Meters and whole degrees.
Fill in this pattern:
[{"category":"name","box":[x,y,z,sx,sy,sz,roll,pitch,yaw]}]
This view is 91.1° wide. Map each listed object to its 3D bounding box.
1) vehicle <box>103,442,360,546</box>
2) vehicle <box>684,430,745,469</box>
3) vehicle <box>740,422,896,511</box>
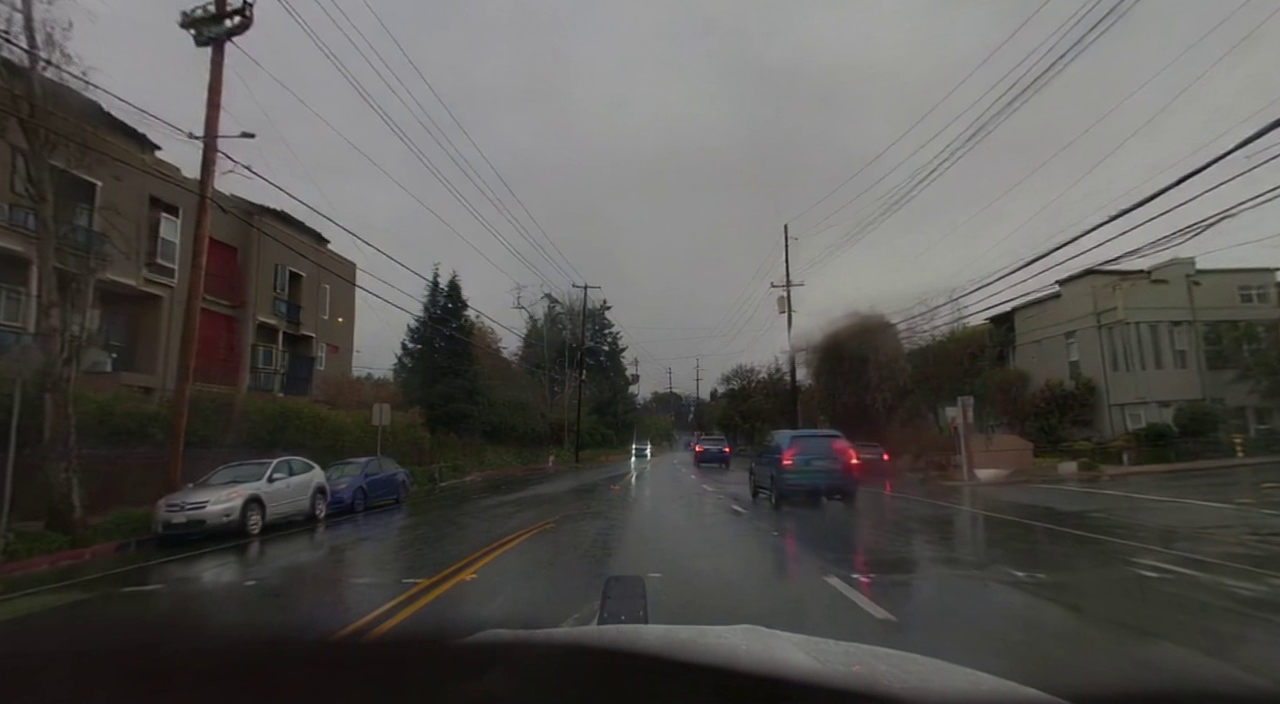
[{"category":"vehicle","box":[-8.349,2.880,13.580,2.381,1.825,4.652,0,-8,0]},{"category":"vehicle","box":[3.710,4.996,32.321,2.368,1.840,4.896,0,-8,-2]},{"category":"vehicle","box":[3.884,2.613,14.828,2.306,1.719,4.805,0,-8,0]}]
